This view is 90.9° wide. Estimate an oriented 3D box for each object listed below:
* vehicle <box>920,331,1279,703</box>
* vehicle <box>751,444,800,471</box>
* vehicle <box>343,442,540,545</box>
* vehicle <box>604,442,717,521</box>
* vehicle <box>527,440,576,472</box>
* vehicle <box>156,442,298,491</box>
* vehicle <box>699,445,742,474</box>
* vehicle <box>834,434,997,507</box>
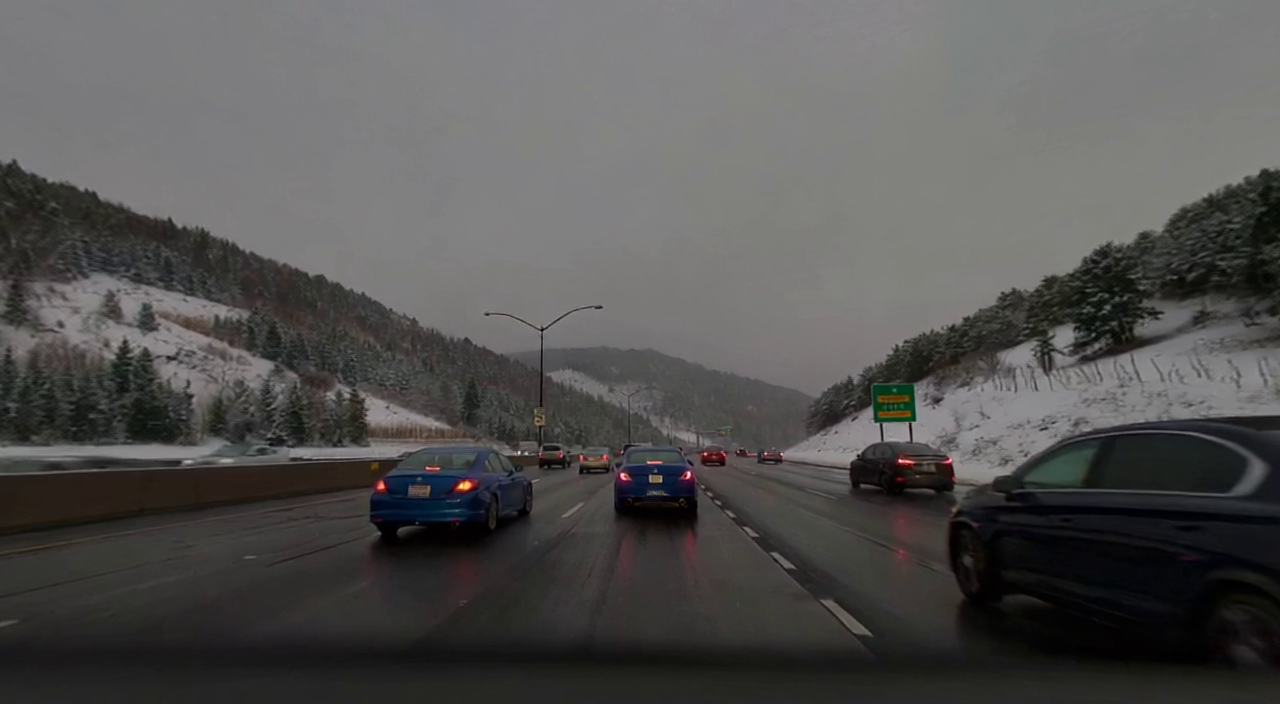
[{"bbox_3d":[3.377,0.865,2.888,2.083,1.693,4.740,-1,-9,1],"label":"vehicle"},{"bbox_3d":[8.197,6.390,38.582,2.097,1.515,4.593,-1,-8,2],"label":"vehicle"},{"bbox_3d":[-3.198,2.352,11.260,2.017,1.446,4.384,0,-8,1],"label":"vehicle"},{"bbox_3d":[0.392,2.677,13.611,2.072,1.431,3.904,0,-8,1],"label":"vehicle"},{"bbox_3d":[-5.648,6.705,40.833,2.163,1.899,4.805,-1,-9,4],"label":"vehicle"},{"bbox_3d":[-16.465,4.564,25.575,2.126,1.757,5.178,-1,-9,2],"label":"vehicle"},{"bbox_3d":[4.466,6.023,35.687,1.966,1.490,4.410,-1,-8,2],"label":"vehicle"},{"bbox_3d":[6.839,2.988,16.394,2.032,1.580,4.928,0,-9,0],"label":"vehicle"}]
